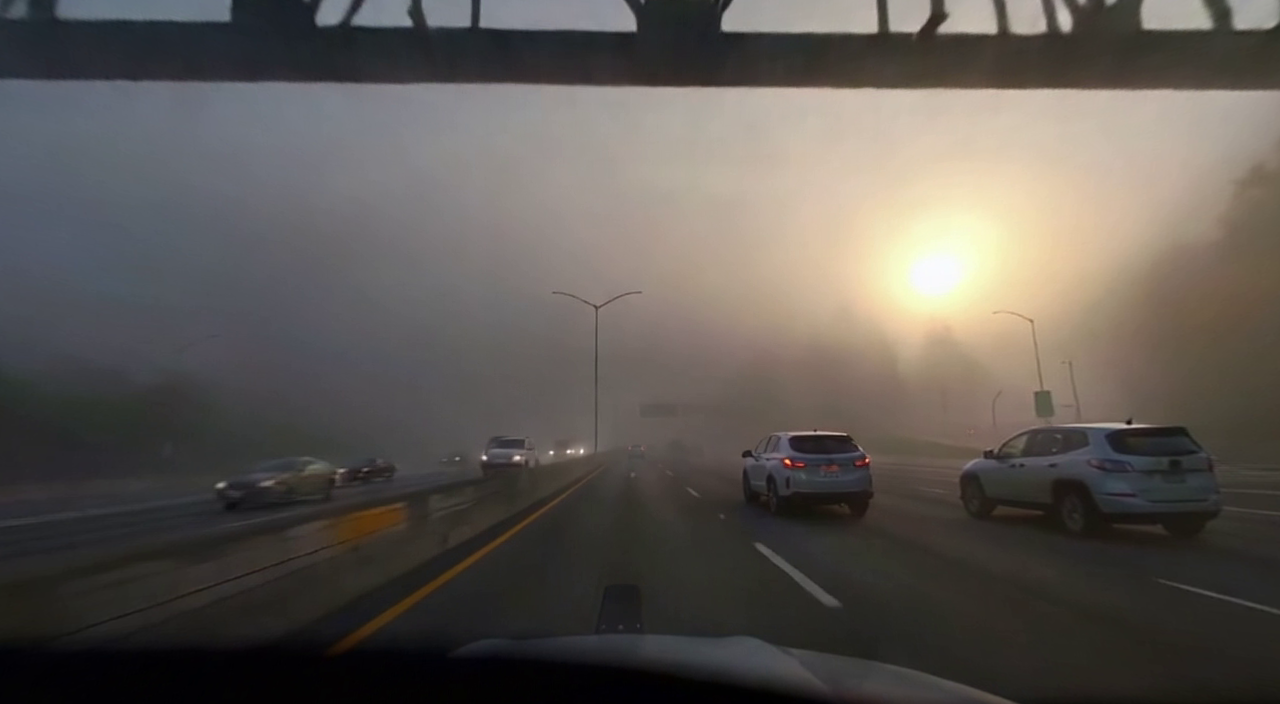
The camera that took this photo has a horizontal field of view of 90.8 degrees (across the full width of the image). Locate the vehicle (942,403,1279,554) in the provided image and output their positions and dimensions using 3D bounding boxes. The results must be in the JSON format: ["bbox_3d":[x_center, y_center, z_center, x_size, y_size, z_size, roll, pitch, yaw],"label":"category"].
[{"bbox_3d":[7.160,1.900,10.185,2.040,1.801,4.959,0,-9,-1],"label":"vehicle"}]

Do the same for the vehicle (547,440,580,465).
[{"bbox_3d":[-5.943,7.902,49.603,2.048,1.838,4.587,0,-9,-1],"label":"vehicle"}]

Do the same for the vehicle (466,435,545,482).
[{"bbox_3d":[-5.966,4.815,28.850,2.405,1.932,5.424,0,-9,0],"label":"vehicle"}]

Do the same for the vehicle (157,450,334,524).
[{"bbox_3d":[-9.283,3.165,15.289,1.922,1.523,3.645,0,-9,-1],"label":"vehicle"}]

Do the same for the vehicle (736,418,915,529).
[{"bbox_3d":[3.229,2.224,12.057,2.059,1.711,4.302,0,-9,0],"label":"vehicle"}]

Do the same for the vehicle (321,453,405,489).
[{"bbox_3d":[-12.647,5.430,29.159,1.919,1.456,4.462,0,-9,-1],"label":"vehicle"}]
